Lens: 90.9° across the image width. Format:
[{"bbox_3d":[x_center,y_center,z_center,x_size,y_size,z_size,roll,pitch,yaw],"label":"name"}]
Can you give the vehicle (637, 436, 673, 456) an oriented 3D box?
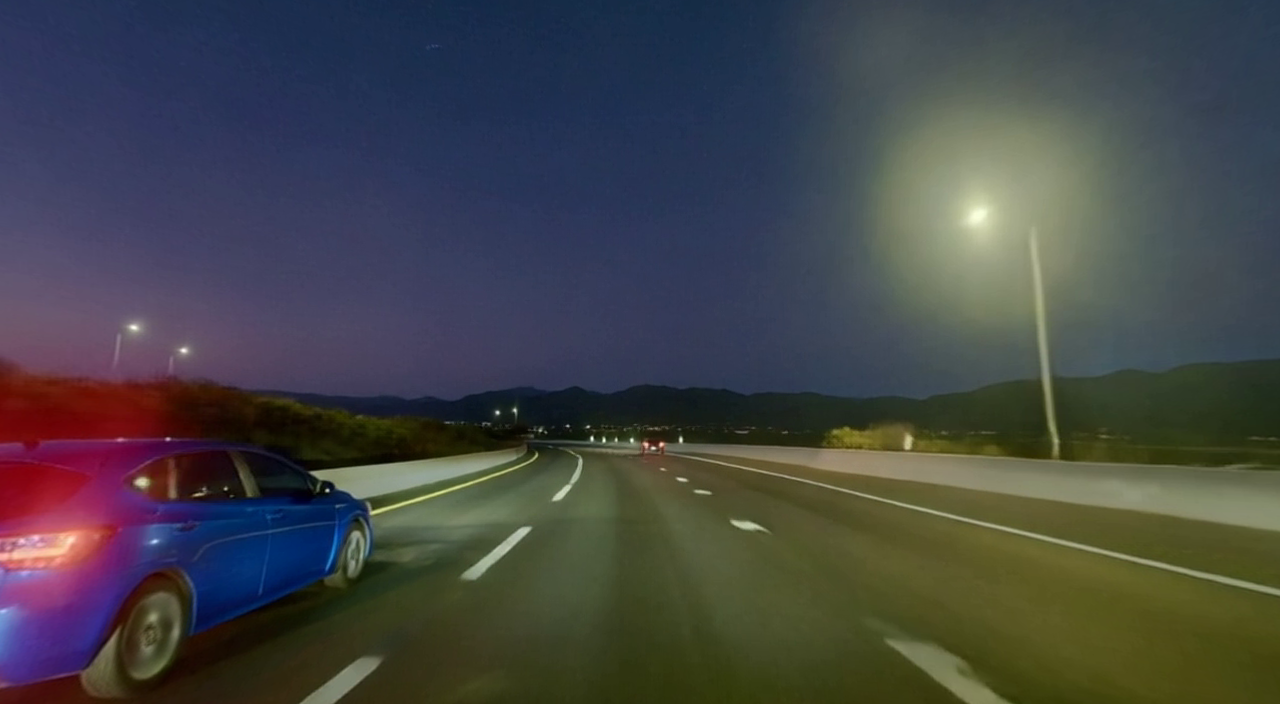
[{"bbox_3d":[1.100,7.279,48.640,1.985,1.440,4.466,1,-8,-9],"label":"vehicle"}]
